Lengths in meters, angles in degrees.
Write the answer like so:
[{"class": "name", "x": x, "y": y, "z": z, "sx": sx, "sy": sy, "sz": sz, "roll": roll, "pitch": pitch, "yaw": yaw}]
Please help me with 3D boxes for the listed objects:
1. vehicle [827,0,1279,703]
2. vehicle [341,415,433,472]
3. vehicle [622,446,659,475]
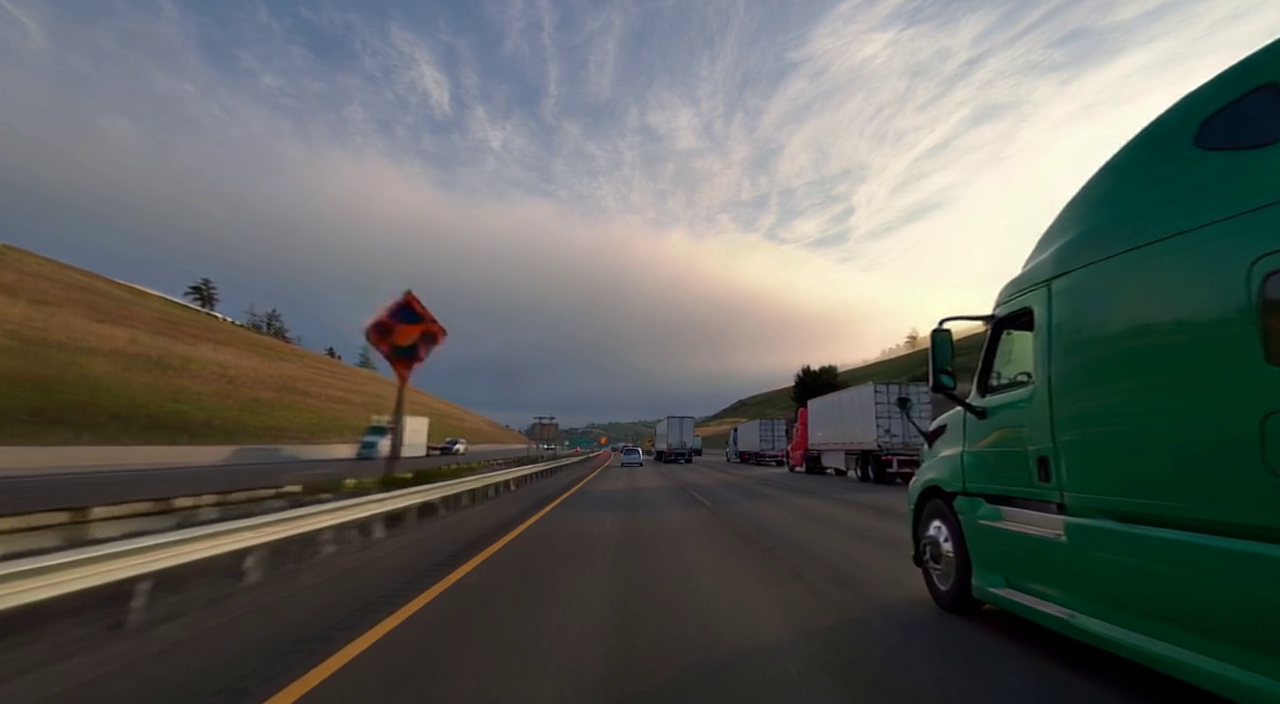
[{"class": "vehicle", "x": 3.662, "y": 0.052, "z": 3.999, "sx": 2.990, "sy": 3.934, "sz": 6.180, "roll": 0, "pitch": -9, "yaw": 0}, {"class": "vehicle", "x": -12.720, "y": 4.697, "z": 32.281, "sx": 2.278, "sy": 2.621, "sz": 5.863, "roll": 0, "pitch": -9, "yaw": -1}, {"class": "vehicle", "x": -0.012, "y": 5.885, "z": 34.369, "sx": 1.927, "sy": 1.437, "sz": 3.794, "roll": 0, "pitch": -9, "yaw": -1}]
